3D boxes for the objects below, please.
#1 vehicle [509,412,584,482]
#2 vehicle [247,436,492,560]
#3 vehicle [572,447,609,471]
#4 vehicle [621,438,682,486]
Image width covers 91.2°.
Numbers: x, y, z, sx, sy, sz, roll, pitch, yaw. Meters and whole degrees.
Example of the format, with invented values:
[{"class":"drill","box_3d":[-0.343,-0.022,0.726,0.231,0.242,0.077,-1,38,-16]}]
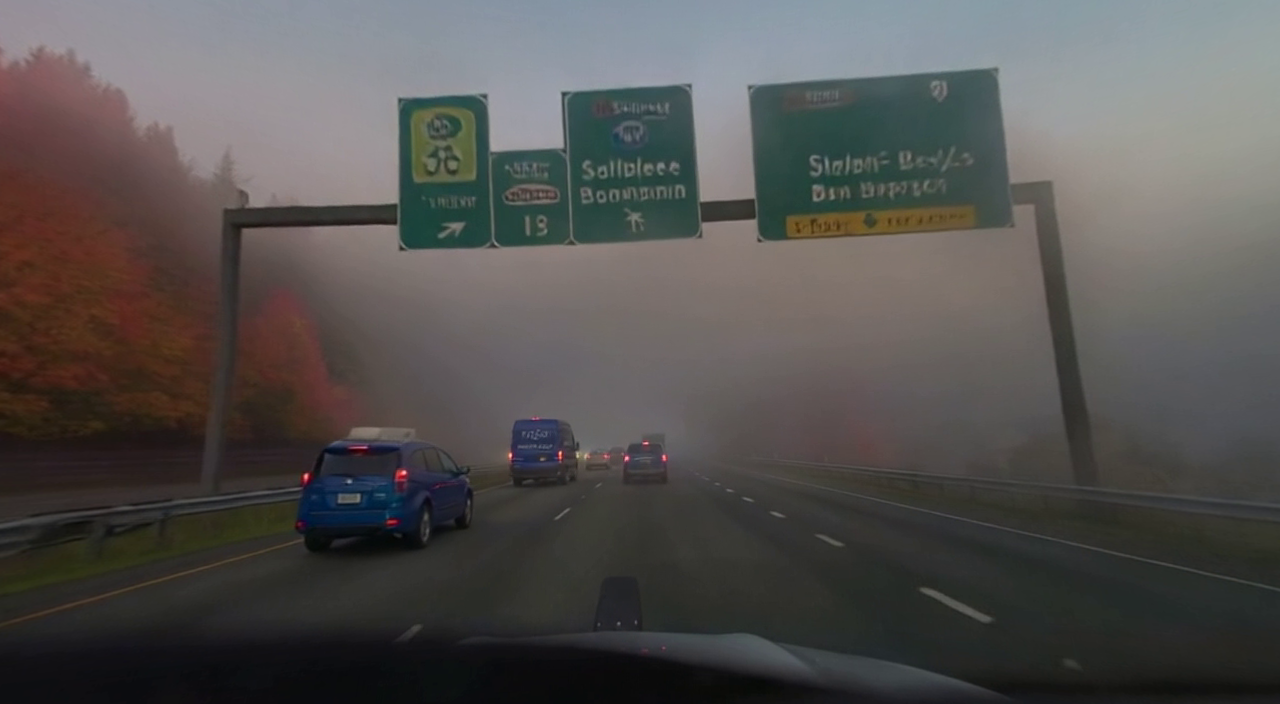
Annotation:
[{"class":"vehicle","box_3d":[-3.908,4.120,27.323,2.275,2.692,5.810,0,-9,1]},{"class":"vehicle","box_3d":[-3.759,2.086,9.658,1.977,1.485,3.973,0,-9,0]},{"class":"vehicle","box_3d":[-3.252,7.103,41.843,2.015,1.496,4.312,-1,-9,1]},{"class":"vehicle","box_3d":[0.439,4.284,24.652,2.195,1.679,4.070,0,-9,1]}]
